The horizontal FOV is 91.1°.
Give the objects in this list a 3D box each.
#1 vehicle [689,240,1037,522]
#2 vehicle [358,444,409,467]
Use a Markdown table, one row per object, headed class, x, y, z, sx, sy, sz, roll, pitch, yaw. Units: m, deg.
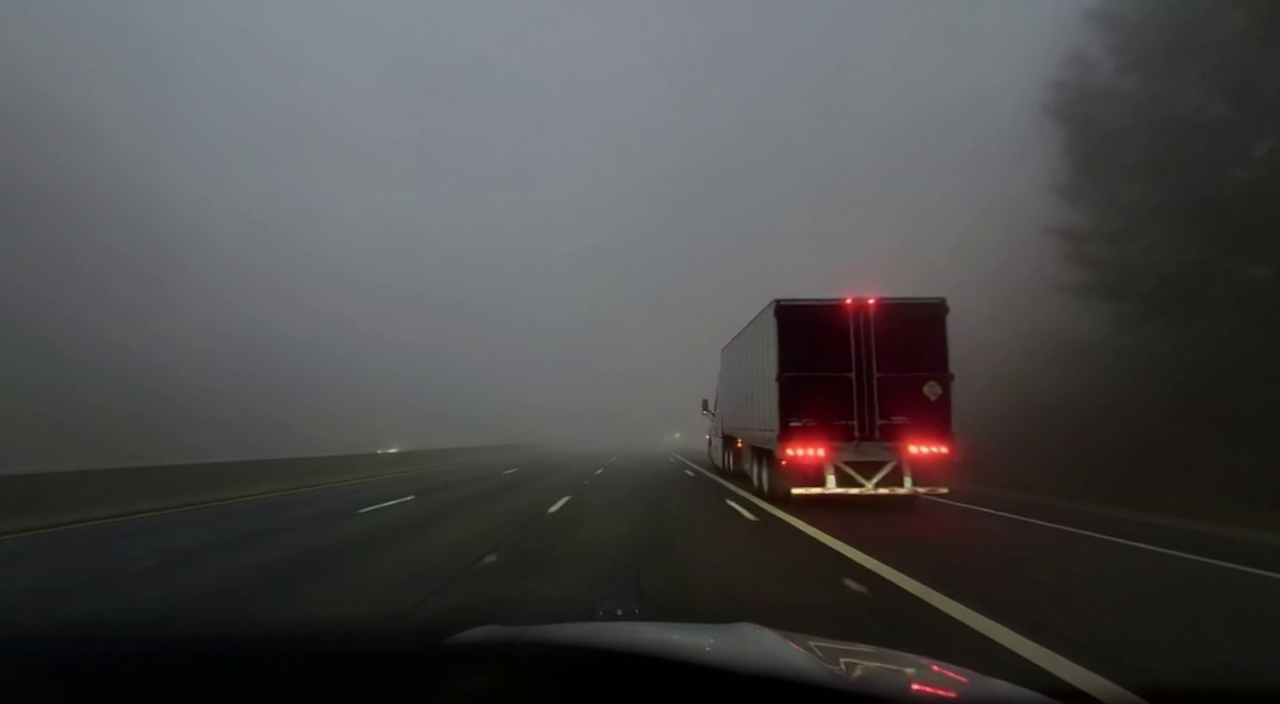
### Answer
| class | x | y | z | sx | sy | sz | roll | pitch | yaw |
| --- | --- | --- | --- | --- | --- | --- | --- | --- | --- |
| vehicle | 3.326 | 1.155 | 14.228 | 3.446 | 3.698 | 12.089 | 0 | -8 | 0 |
| vehicle | -18.436 | 7.455 | 45.407 | 1.813 | 1.492 | 4.413 | 0 | -8 | 0 |
